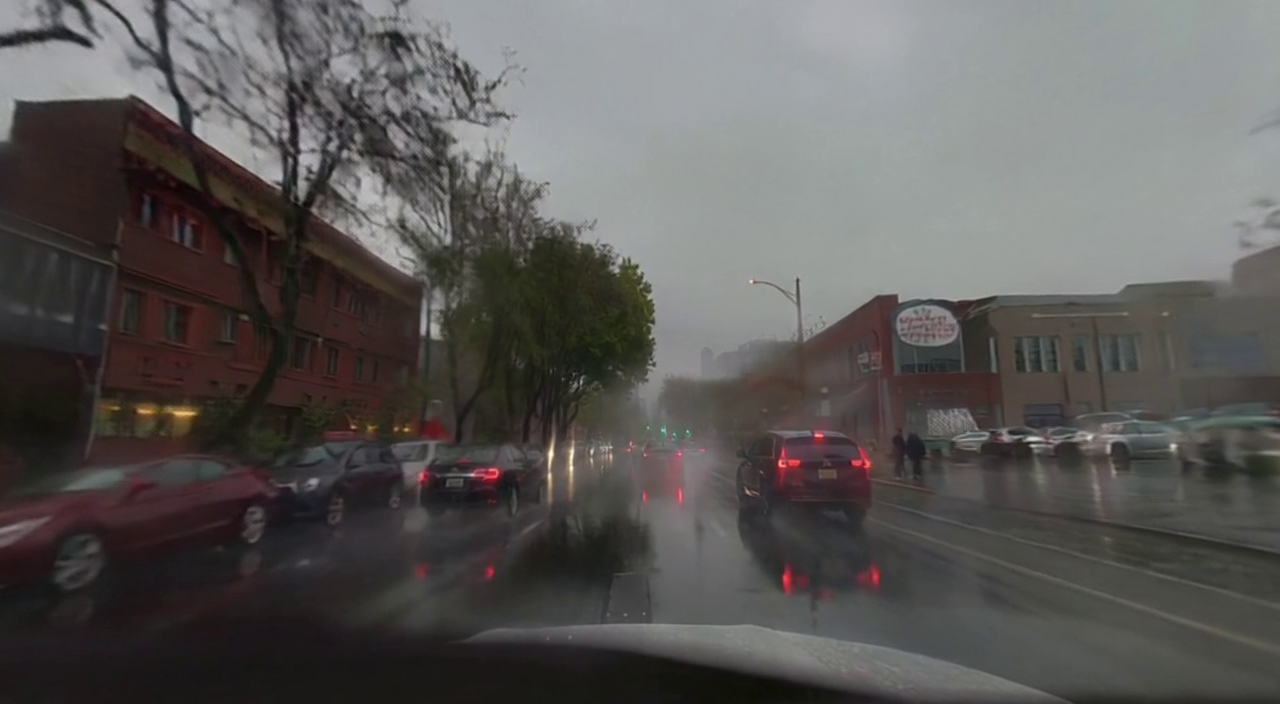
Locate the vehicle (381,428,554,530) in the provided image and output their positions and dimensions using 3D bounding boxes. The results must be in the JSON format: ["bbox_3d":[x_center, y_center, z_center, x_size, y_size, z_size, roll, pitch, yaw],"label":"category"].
[{"bbox_3d":[-3.058,2.337,12.202,2.085,1.619,3.976,-1,-8,2],"label":"vehicle"}]

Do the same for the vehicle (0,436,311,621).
[{"bbox_3d":[-6.049,1.773,7.389,1.863,1.506,4.265,-1,-8,3],"label":"vehicle"}]

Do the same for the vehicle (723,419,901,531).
[{"bbox_3d":[2.946,2.224,12.001,2.094,1.709,4.394,0,-8,-1],"label":"vehicle"}]

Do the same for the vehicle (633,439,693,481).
[{"bbox_3d":[0.882,4.172,24.718,2.139,1.466,4.373,-1,-8,1],"label":"vehicle"}]

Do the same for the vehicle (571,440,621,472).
[{"bbox_3d":[-2.184,5.323,32.536,2.019,1.507,4.643,-1,-8,2],"label":"vehicle"}]
